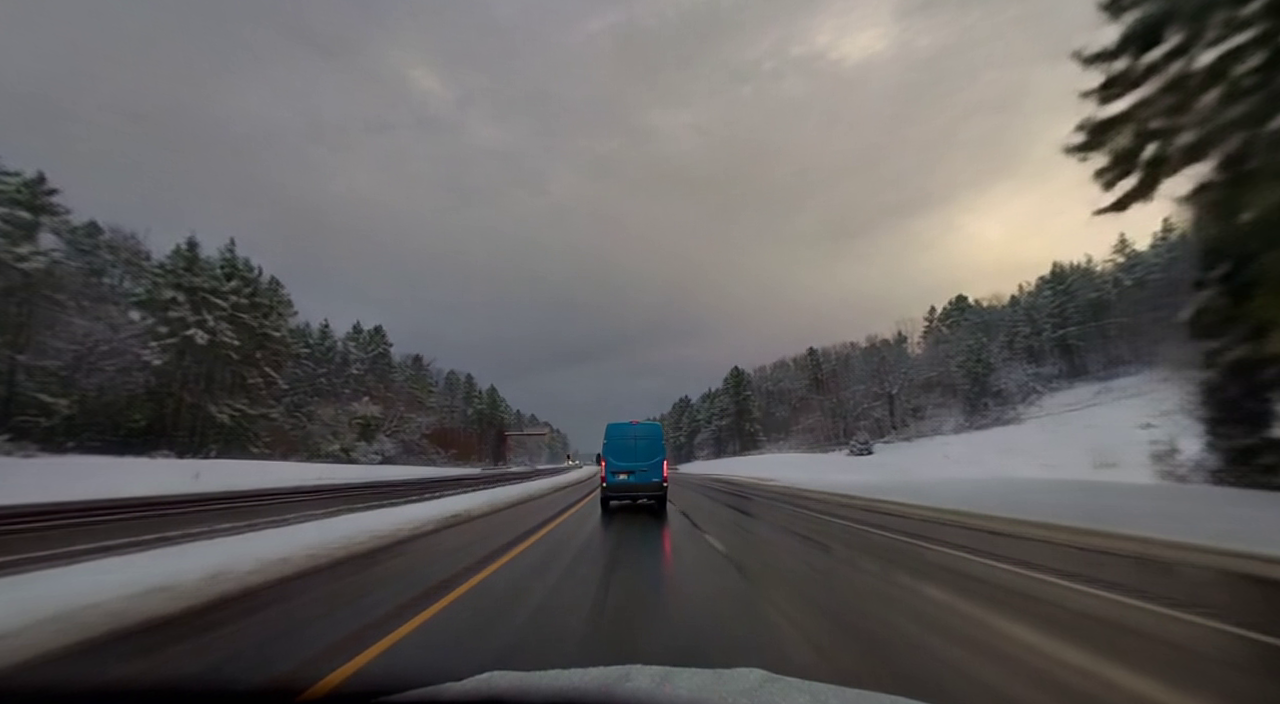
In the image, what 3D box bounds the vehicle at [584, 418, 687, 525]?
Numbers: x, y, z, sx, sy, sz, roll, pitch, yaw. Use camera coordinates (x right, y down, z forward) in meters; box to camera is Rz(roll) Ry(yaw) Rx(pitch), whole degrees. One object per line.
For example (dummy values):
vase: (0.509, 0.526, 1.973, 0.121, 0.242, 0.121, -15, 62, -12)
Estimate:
vehicle: (-0.199, 3.339, 17.769, 2.375, 2.432, 6.161, 1, -10, -2)
